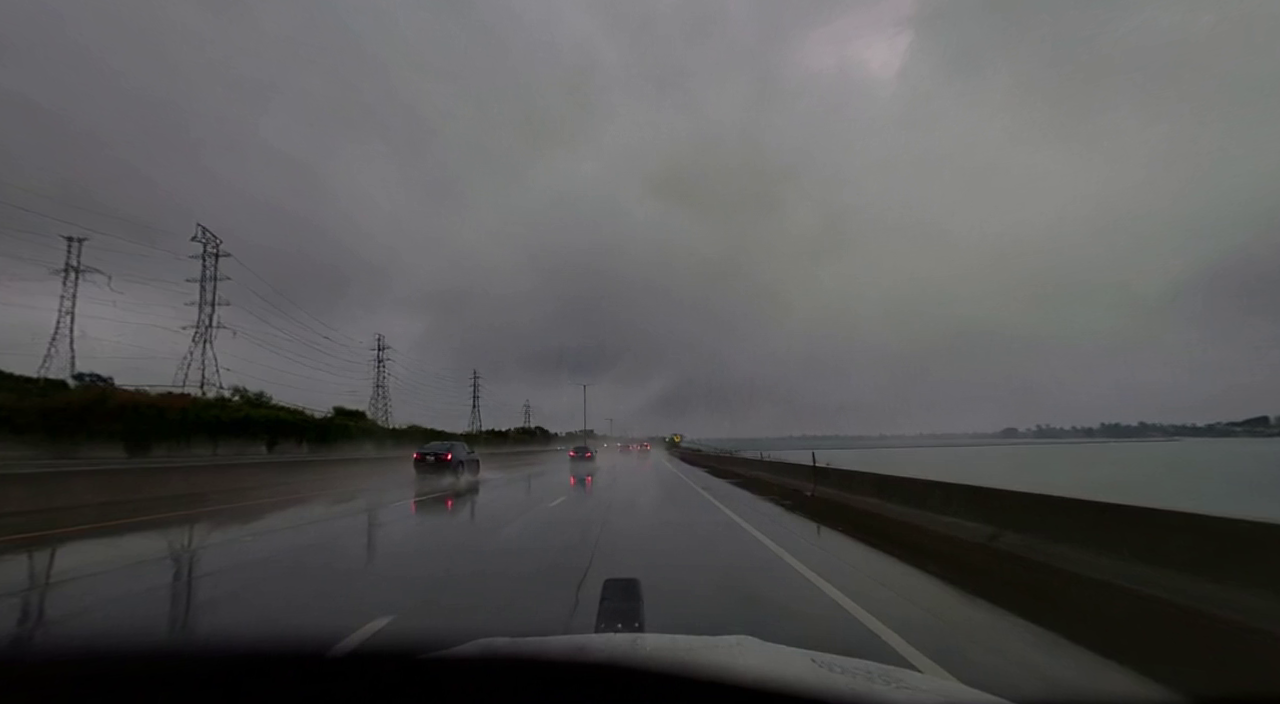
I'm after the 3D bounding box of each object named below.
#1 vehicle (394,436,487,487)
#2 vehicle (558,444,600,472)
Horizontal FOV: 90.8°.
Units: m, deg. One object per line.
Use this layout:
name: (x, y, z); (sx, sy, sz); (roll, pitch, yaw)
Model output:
vehicle: (-7.402, 4.090, 23.918); (2.050, 1.717, 4.418); (0, -8, 0)
vehicle: (-3.491, 6.113, 36.664); (1.957, 1.494, 4.207); (0, -8, 1)
